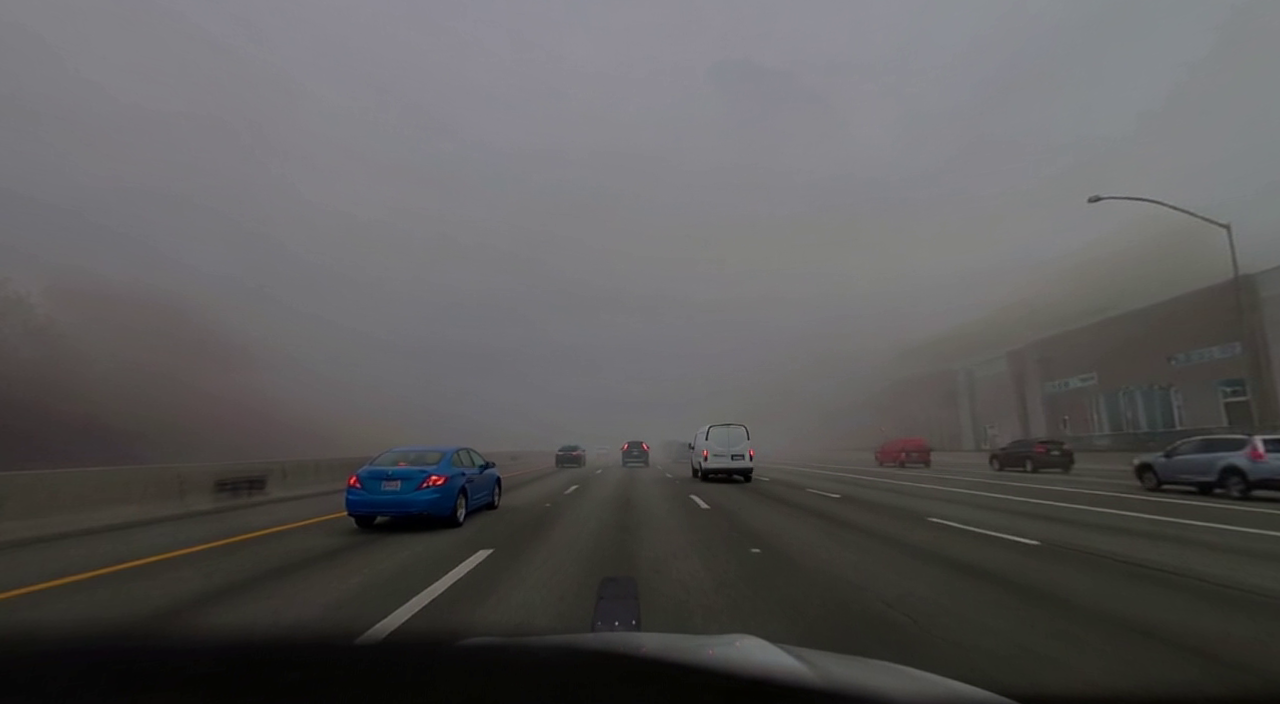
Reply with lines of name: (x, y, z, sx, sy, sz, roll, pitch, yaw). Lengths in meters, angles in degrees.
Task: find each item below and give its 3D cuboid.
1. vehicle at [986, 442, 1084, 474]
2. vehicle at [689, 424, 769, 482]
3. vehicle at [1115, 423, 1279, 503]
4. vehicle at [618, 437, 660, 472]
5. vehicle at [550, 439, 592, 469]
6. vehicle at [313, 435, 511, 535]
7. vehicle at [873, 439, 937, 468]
vehicle: (19.792, 5.318, 31.945, 2.020, 1.483, 4.779, 0, -9, 2)
vehicle: (3.410, 4.061, 25.562, 2.250, 2.074, 5.723, 0, -9, -2)
vehicle: (15.170, 2.796, 16.222, 2.104, 1.746, 5.084, 0, -9, 2)
vehicle: (-0.085, 5.672, 35.070, 2.212, 1.786, 4.198, 0, -9, -1)
vehicle: (-4.342, 6.532, 40.528, 2.109, 1.793, 4.613, 0, -9, 1)
vehicle: (-3.848, 2.321, 11.649, 1.991, 1.469, 4.381, 0, -9, 0)
vehicle: (16.458, 6.333, 39.493, 2.010, 1.721, 4.871, 0, -9, 2)
